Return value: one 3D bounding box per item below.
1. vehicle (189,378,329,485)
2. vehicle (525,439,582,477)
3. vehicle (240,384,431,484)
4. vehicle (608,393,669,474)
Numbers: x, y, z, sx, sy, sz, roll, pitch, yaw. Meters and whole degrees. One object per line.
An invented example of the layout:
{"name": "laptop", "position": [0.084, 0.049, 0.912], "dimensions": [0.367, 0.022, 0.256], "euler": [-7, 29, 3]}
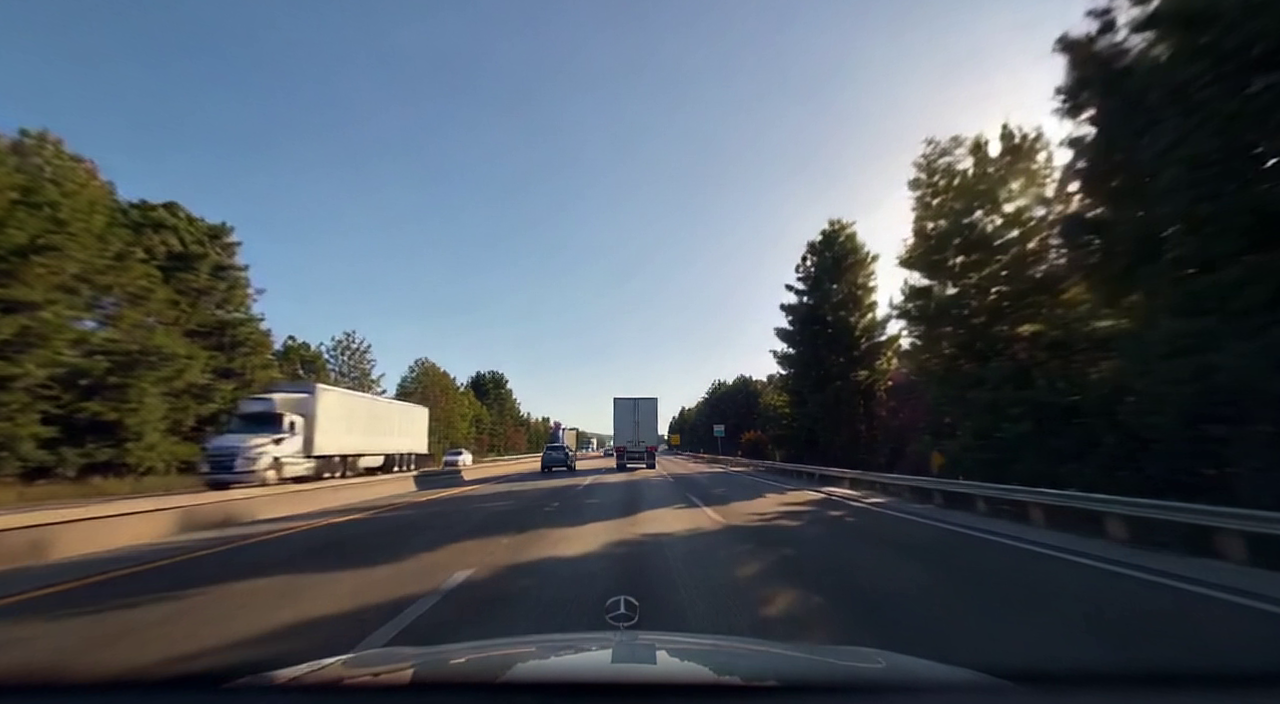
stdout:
{"name": "vehicle", "position": [-14.909, 3.197, 24.928], "dimensions": [2.869, 3.906, 3.898], "euler": [0, -9, 0]}
{"name": "vehicle", "position": [-4.030, 5.016, 29.757], "dimensions": [2.112, 1.645, 4.129], "euler": [0, -9, 0]}
{"name": "vehicle", "position": [-14.938, 4.476, 33.011], "dimensions": [2.929, 4.123, 14.002], "euler": [0, -9, 1]}
{"name": "vehicle", "position": [-0.106, 4.949, 37.132], "dimensions": [3.100, 4.091, 10.664], "euler": [0, -9, 0]}
